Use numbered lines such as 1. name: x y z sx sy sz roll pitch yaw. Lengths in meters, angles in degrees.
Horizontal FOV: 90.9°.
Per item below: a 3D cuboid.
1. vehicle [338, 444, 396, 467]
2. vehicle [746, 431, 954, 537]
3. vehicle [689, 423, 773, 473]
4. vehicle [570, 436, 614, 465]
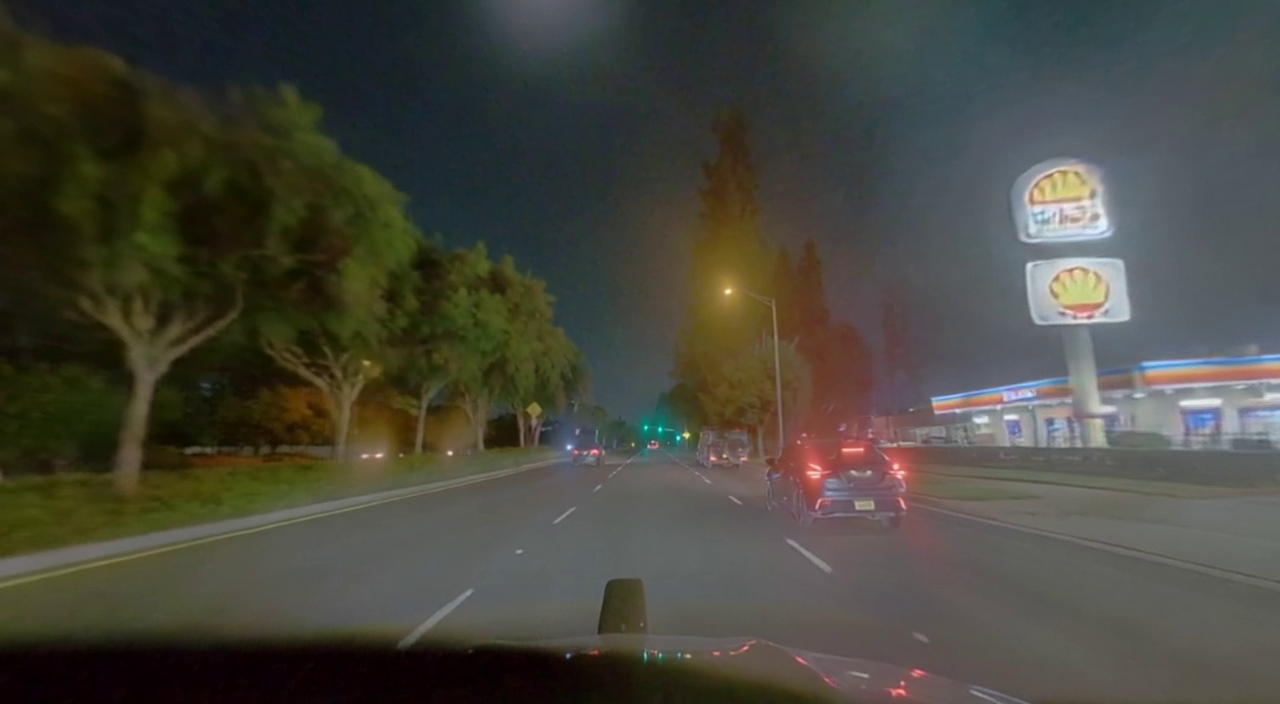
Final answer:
1. vehicle: -21.096 7.971 48.913 2.106 1.660 4.699 -1 -8 4
2. vehicle: 3.339 2.195 11.220 2.095 1.475 4.686 0 -8 0
3. vehicle: 4.272 4.693 31.056 3.245 2.199 6.295 0 -8 0
4. vehicle: -2.945 6.159 39.572 2.250 1.713 4.422 0 -8 2
